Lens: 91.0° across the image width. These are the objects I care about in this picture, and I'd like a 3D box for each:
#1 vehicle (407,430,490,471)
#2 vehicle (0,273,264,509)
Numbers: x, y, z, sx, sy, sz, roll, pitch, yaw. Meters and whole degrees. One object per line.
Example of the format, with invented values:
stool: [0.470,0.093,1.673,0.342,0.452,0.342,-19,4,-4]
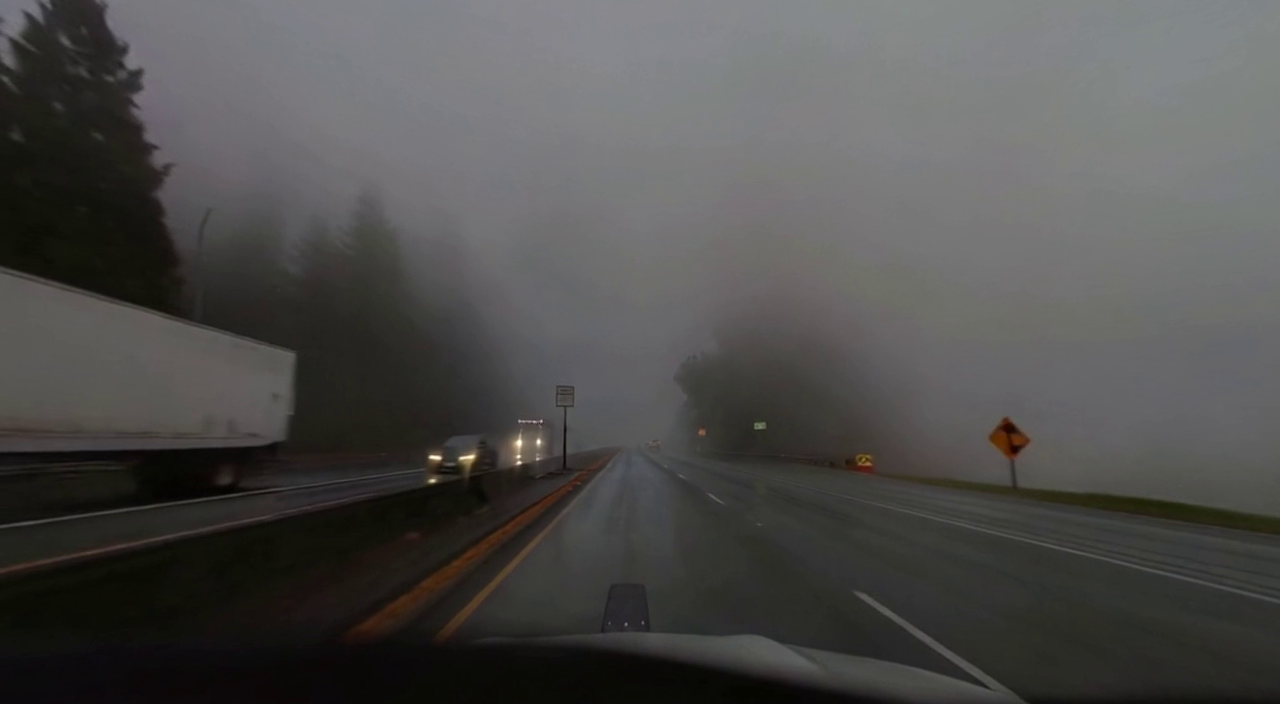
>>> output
vehicle: [-7.955,4.147,26.659,1.993,1.550,4.775,0,-8,0]
vehicle: [-11.775,0.666,10.375,3.077,3.738,13.263,0,-8,-1]
